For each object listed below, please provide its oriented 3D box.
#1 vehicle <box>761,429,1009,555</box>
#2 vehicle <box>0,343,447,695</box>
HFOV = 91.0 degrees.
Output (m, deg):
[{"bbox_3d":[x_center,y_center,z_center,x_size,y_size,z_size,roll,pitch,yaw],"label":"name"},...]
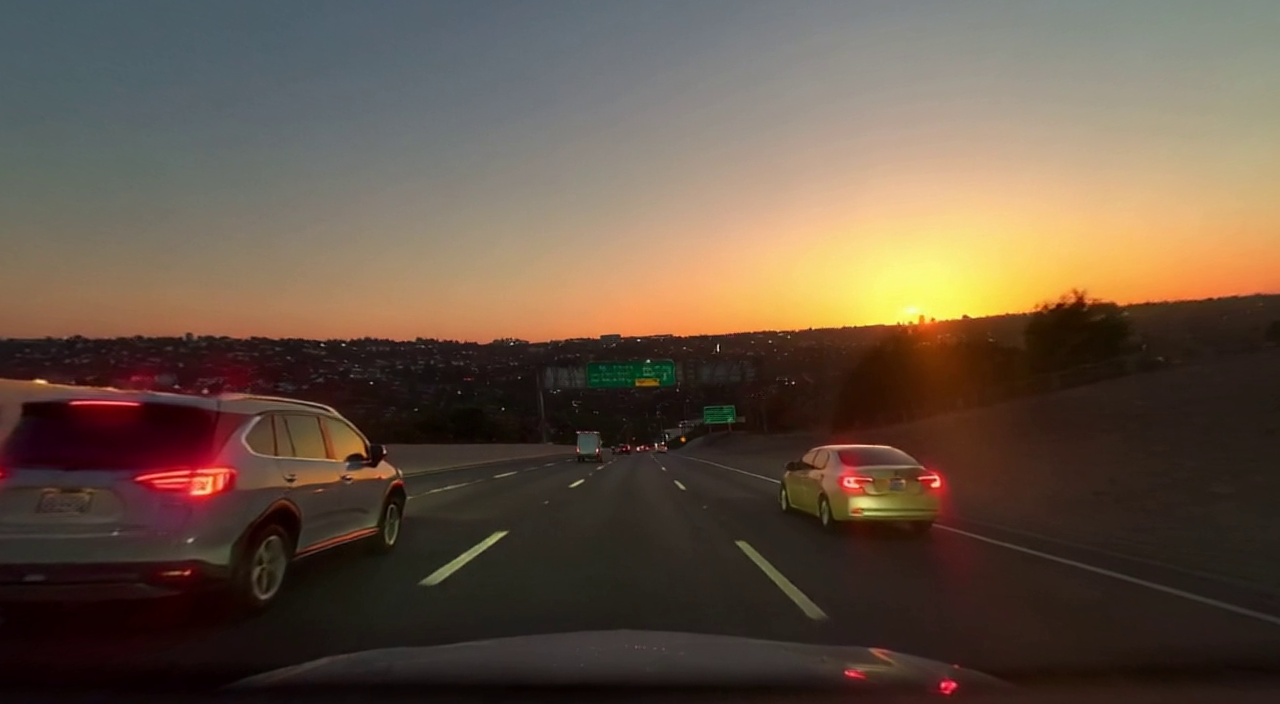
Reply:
[{"bbox_3d":[3.513,2.118,10.305,2.047,1.532,4.884,0,-9,-1],"label":"vehicle"},{"bbox_3d":[-3.952,1.281,6.169,2.285,1.853,5.564,0,-9,1],"label":"vehicle"}]
